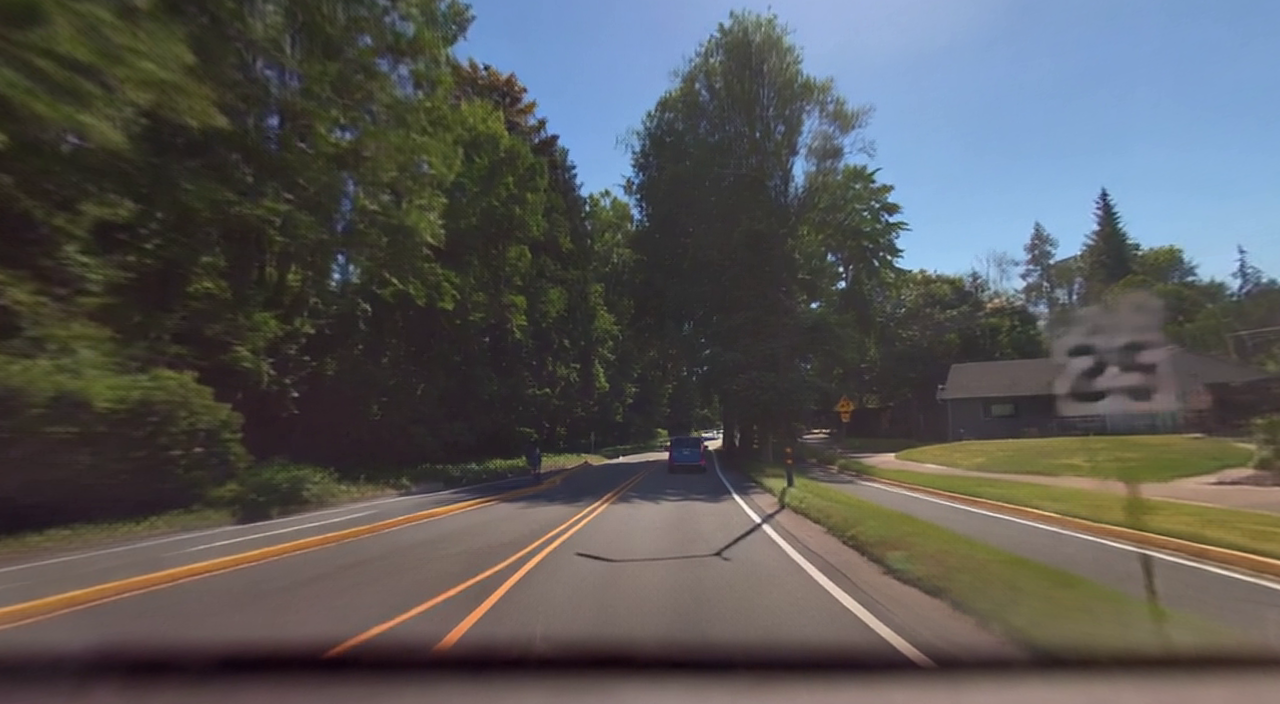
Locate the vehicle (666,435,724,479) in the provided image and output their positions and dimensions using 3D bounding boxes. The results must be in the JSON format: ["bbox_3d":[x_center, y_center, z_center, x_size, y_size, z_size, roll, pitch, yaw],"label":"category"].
[{"bbox_3d":[2.422,4.446,26.952,2.216,1.708,4.110,-1,-9,8],"label":"vehicle"}]
